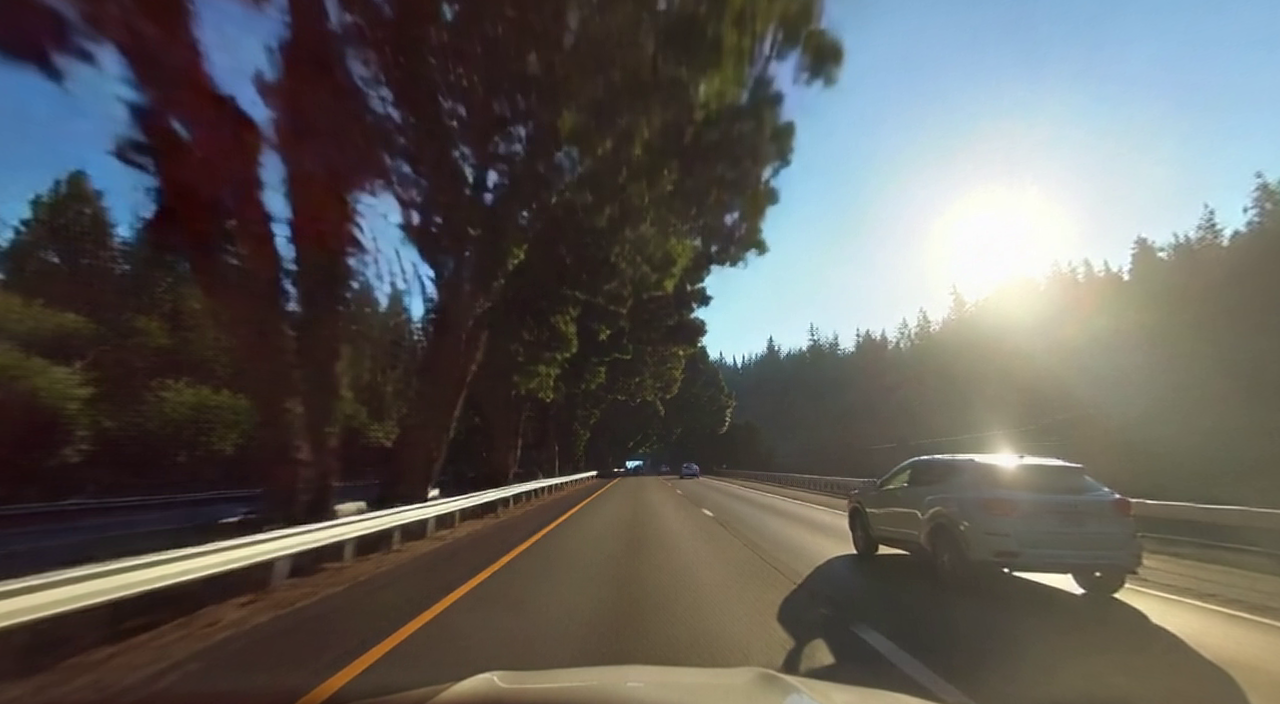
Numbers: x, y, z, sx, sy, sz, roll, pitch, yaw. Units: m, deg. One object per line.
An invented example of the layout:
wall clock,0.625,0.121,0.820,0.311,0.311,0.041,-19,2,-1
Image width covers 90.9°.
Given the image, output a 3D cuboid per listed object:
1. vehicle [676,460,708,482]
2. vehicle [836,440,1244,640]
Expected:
vehicle,3.943,9.136,48.329,2.156,1.569,3.821,1,-10,-1
vehicle,3.703,1.812,6.889,1.825,1.494,3.959,1,-10,0
